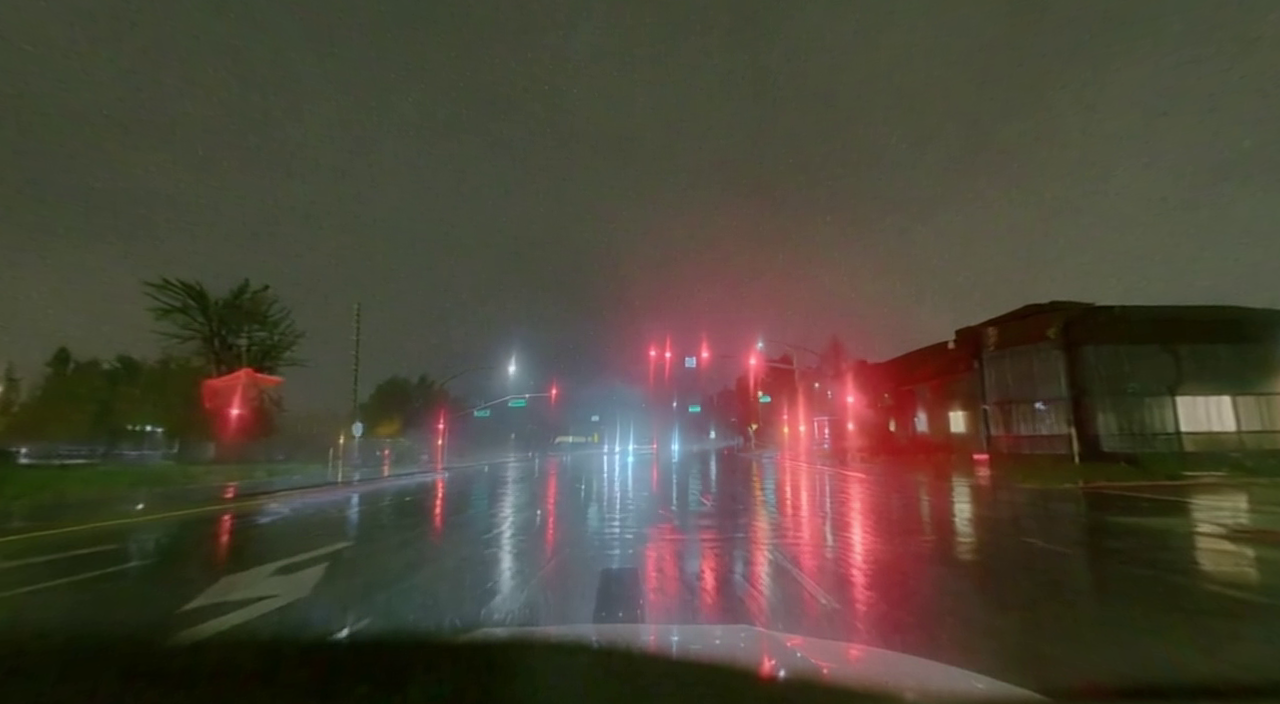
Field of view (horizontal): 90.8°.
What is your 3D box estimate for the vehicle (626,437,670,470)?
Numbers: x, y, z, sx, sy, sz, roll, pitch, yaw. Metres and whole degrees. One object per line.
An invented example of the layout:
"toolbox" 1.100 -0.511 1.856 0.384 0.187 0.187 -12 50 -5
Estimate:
"vehicle" 0.471 5.140 32.147 2.037 1.568 3.693 -1 -8 4
